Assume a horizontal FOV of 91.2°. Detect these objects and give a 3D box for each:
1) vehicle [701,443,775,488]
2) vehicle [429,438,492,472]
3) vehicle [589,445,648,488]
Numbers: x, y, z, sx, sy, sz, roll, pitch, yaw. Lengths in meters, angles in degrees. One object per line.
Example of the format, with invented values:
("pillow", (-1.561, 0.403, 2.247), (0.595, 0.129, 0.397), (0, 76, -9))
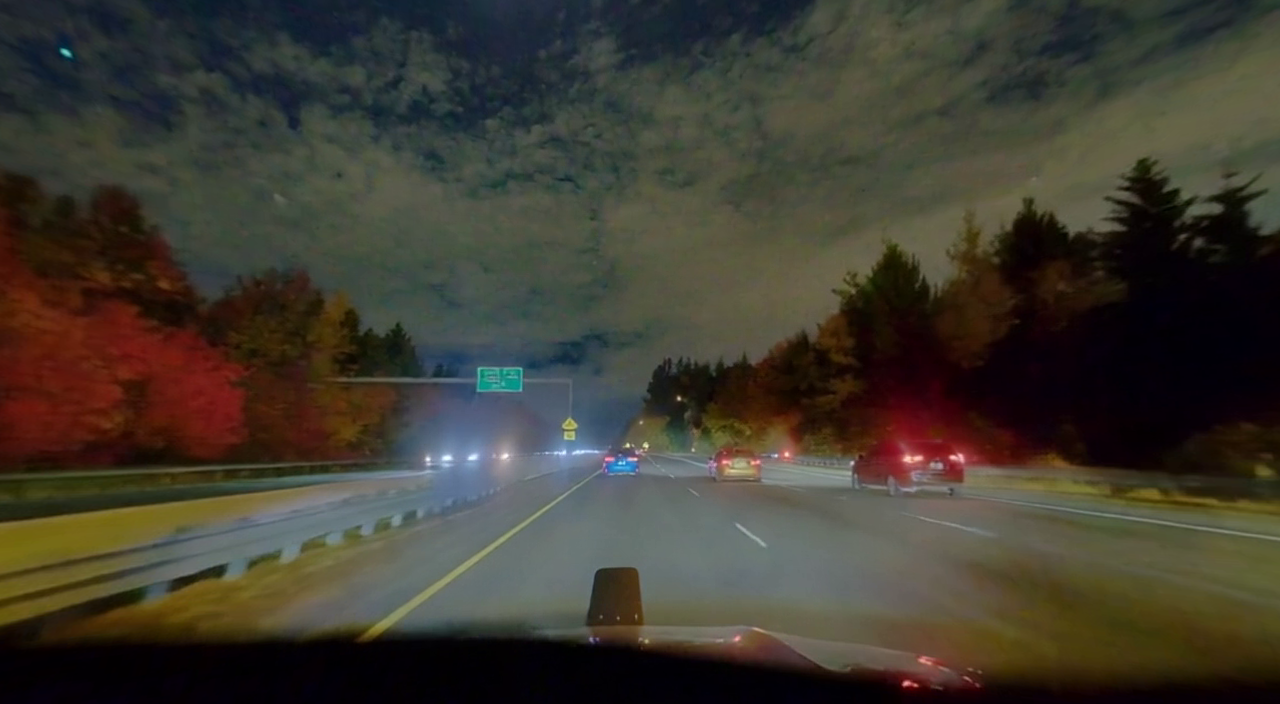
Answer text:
("vehicle", (3.770, 4.458, 24.930), (2.300, 1.595, 4.144), (-1, -9, 0))
("vehicle", (-9.695, 5.621, 34.250), (2.098, 1.694, 4.672), (0, -9, -1))
("vehicle", (-0.799, 4.512, 25.065), (2.128, 1.516, 4.410), (0, -9, -1))
